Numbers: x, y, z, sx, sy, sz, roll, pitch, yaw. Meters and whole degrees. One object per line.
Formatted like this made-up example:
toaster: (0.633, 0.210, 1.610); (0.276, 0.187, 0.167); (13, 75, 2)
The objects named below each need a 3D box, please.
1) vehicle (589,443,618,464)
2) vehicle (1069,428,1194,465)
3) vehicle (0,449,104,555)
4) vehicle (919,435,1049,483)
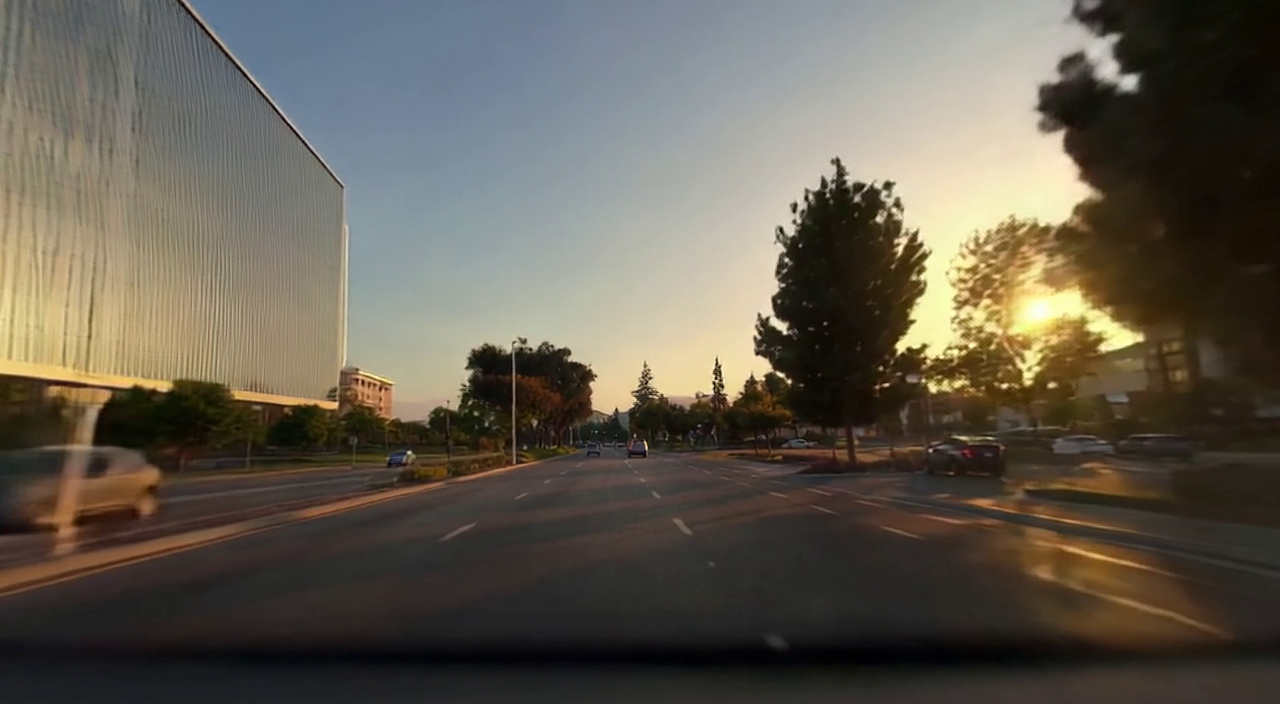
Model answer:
vehicle: (-2.726, 7.545, 47.047); (2.080, 1.445, 4.096); (0, -8, -3)
vehicle: (24.715, 4.767, 31.893); (4.463, 1.786, 2.110); (0, -8, -1)
vehicle: (-9.387, 1.982, 8.295); (1.792, 1.383, 3.360); (0, -8, -3)
vehicle: (12.349, 3.856, 23.107); (2.024, 1.575, 4.498); (0, -8, -3)
